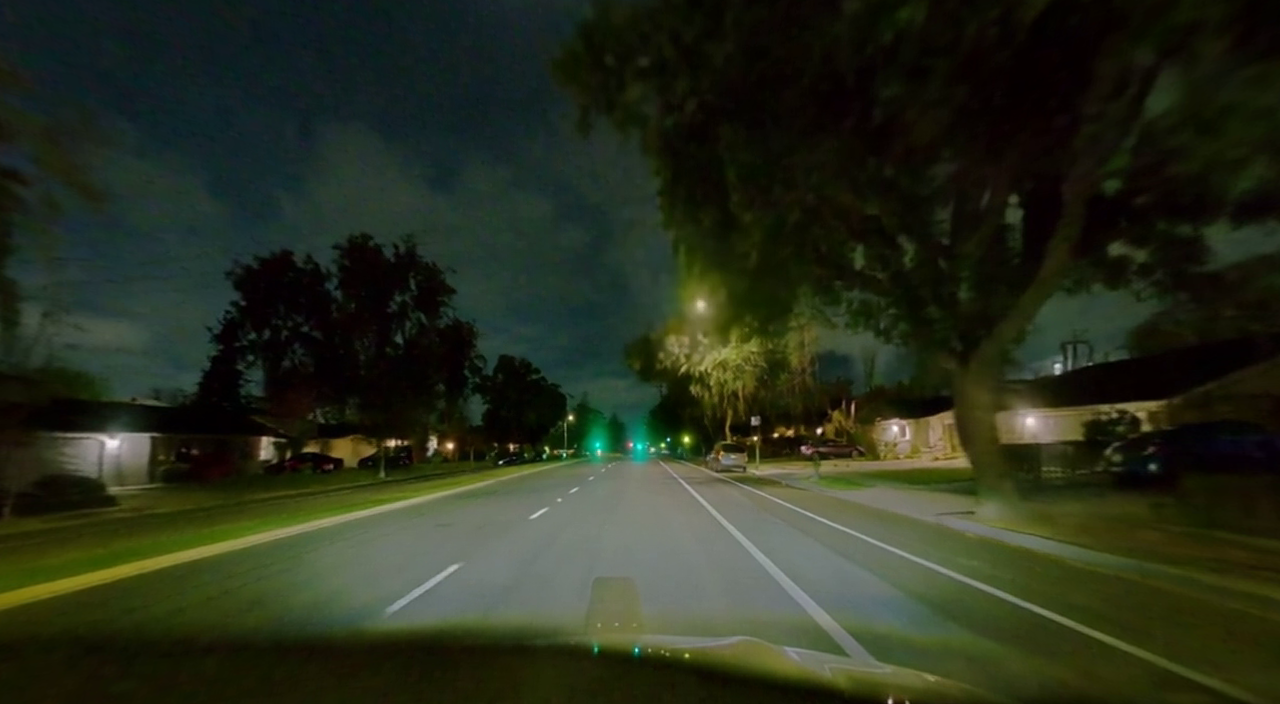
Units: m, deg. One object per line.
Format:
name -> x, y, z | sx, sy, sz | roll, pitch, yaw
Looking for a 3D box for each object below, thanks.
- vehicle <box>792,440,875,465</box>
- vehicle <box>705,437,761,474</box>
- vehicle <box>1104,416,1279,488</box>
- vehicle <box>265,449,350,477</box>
vehicle -> 12.135, 6.306, 39.755 | 4.577, 1.490, 1.903 | 0, -8, 0
vehicle -> 4.884, 5.527, 33.981 | 2.196, 1.801, 4.778 | 0, -8, -1
vehicle -> 13.942, 2.285, 14.833 | 4.570, 1.502, 1.877 | -1, -7, -1
vehicle -> -21.079, 7.039, 40.190 | 4.272, 1.688, 1.990 | 0, -8, -1
